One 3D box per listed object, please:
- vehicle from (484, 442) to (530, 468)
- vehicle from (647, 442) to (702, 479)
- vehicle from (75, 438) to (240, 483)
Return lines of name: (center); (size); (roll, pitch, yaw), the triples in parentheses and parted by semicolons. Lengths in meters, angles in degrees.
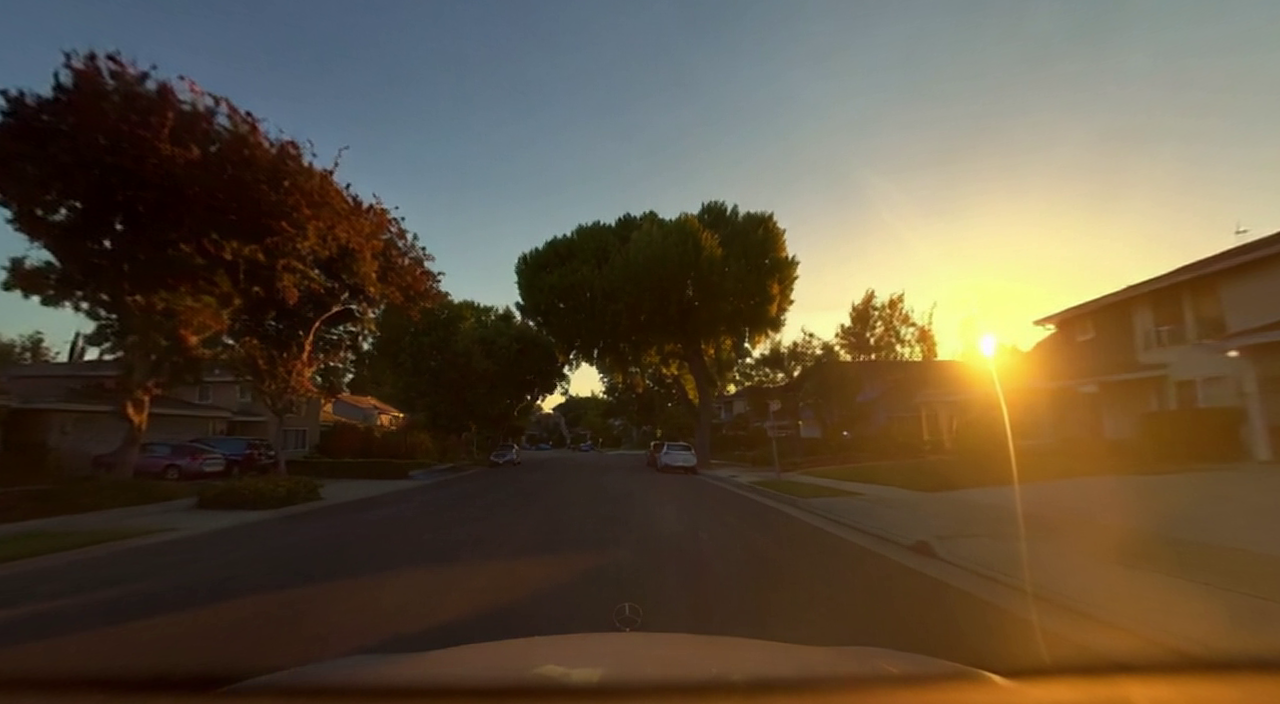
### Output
vehicle: (-8.736, 6.868, 41.710); (1.943, 1.433, 4.717); (-6, -10, 0)
vehicle: (1.402, 4.674, 27.381); (2.088, 1.429, 4.796); (0, -8, 0)
vehicle: (-17.052, 3.821, 22.335); (4.344, 1.483, 1.928); (-1, -8, 4)
